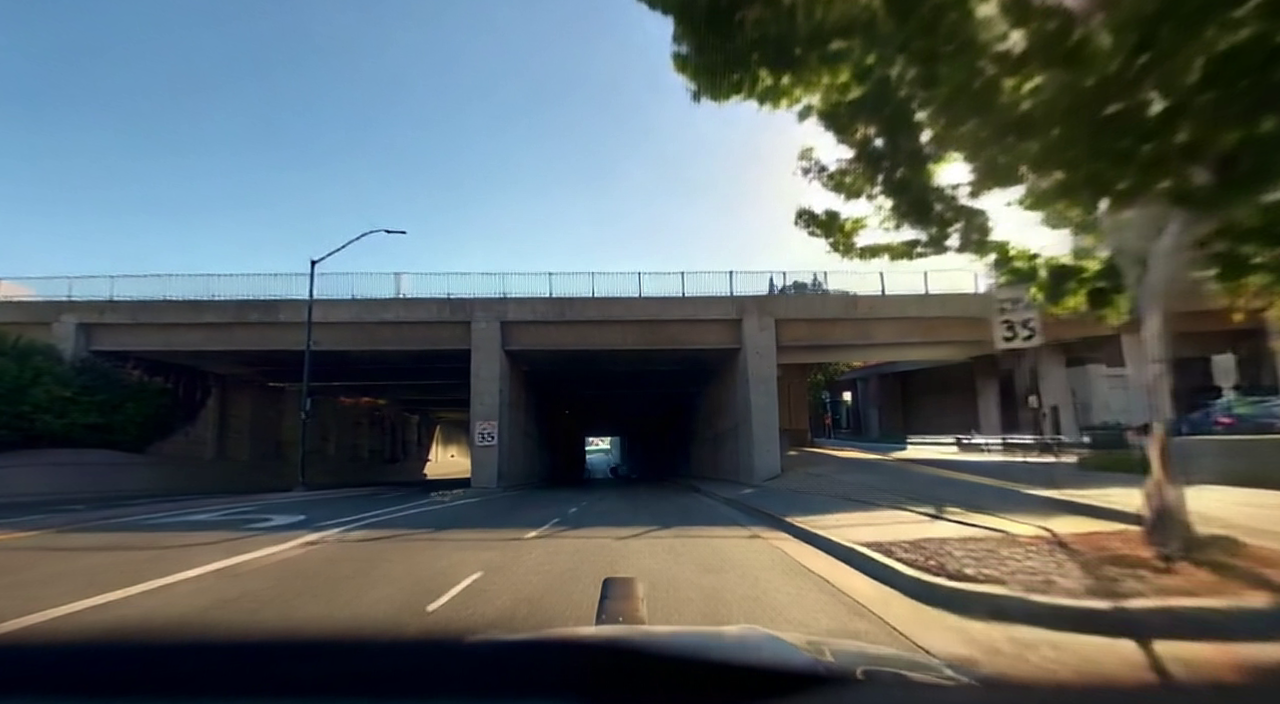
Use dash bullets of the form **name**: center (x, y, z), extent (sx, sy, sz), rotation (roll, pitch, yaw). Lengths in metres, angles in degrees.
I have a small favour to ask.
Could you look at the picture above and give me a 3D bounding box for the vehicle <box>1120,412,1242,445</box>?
- **vehicle**: center (25.311, 3.635, 29.790), extent (1.931, 1.465, 4.207), rotation (0, -8, -3)
